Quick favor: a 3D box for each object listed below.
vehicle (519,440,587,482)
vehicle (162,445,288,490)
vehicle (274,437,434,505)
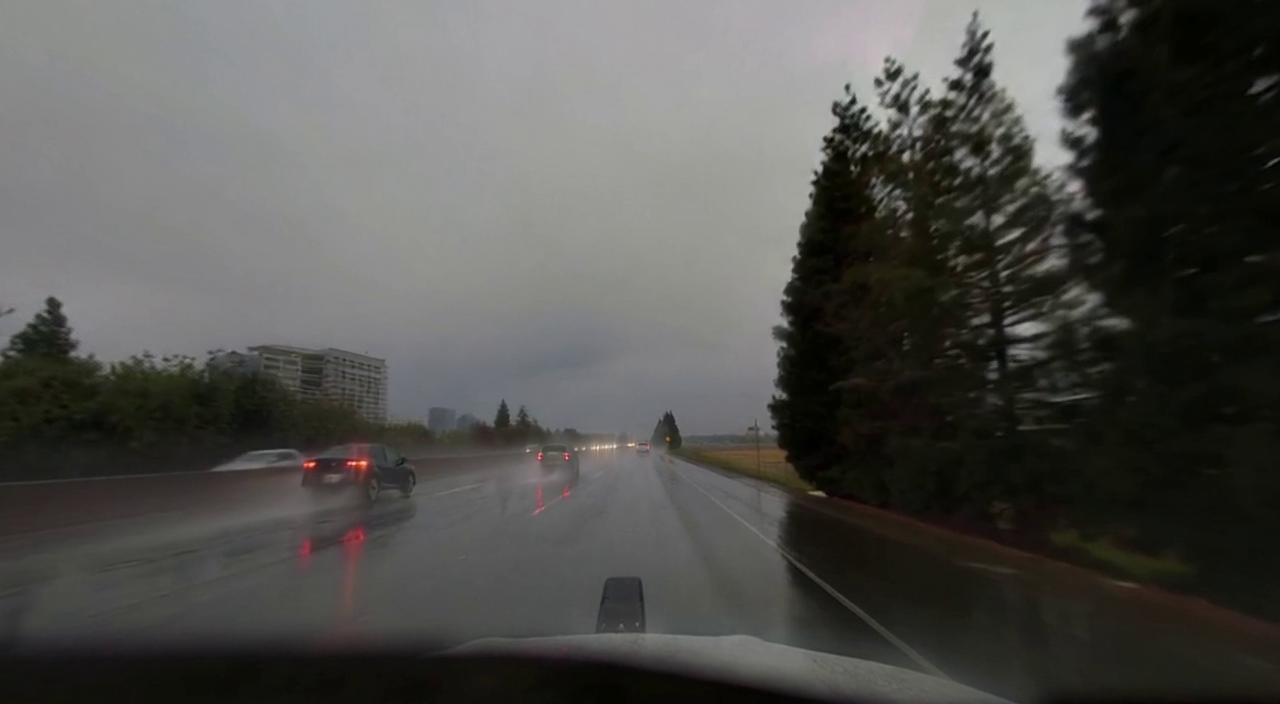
[{"bbox_3d":[-3.554,4.526,26.539,2.083,1.588,4.801,0,-9,1],"label":"vehicle"},{"bbox_3d":[-15.550,4.300,23.895,1.833,1.510,4.232,0,-9,1],"label":"vehicle"},{"bbox_3d":[-7.307,3.060,16.735,2.034,1.523,4.627,0,-9,1],"label":"vehicle"}]
